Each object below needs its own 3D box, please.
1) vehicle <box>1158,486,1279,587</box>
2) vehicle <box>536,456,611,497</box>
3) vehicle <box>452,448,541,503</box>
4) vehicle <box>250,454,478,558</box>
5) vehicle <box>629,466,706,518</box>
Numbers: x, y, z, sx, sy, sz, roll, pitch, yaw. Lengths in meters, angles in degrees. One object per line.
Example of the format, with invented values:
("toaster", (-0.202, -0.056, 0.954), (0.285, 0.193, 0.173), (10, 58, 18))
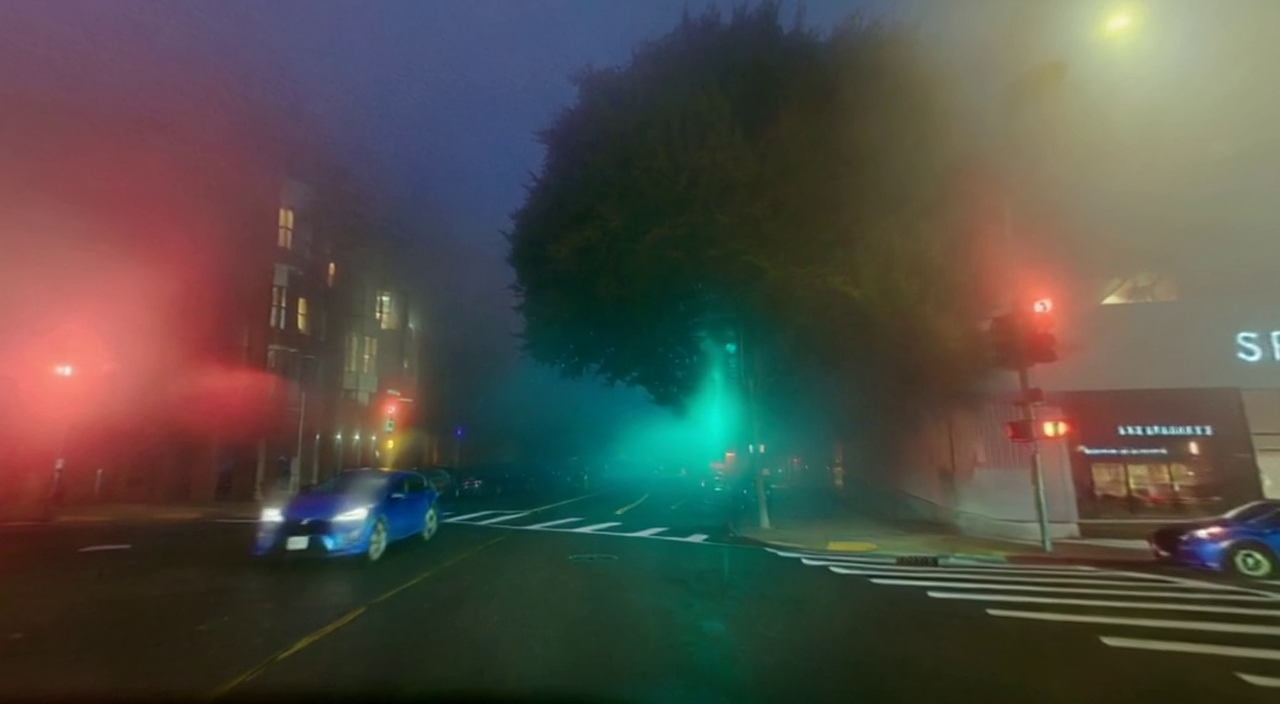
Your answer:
("vehicle", (11.783, 3.042, 10.533), (4.426, 1.446, 1.795), (-2, -9, 12))
("vehicle", (-3.086, 5.937, 30.481), (2.181, 1.723, 4.692), (-2, -9, 12))
("vehicle", (-7.020, 6.059, 31.538), (2.120, 2.078, 5.403), (-6, -7, 12))
("vehicle", (-4.726, 2.681, 11.758), (2.119, 1.485, 4.472), (0, -9, 1))
("vehicle", (1.075, 4.863, 22.330), (1.892, 1.481, 4.365), (-2, -9, 13))
